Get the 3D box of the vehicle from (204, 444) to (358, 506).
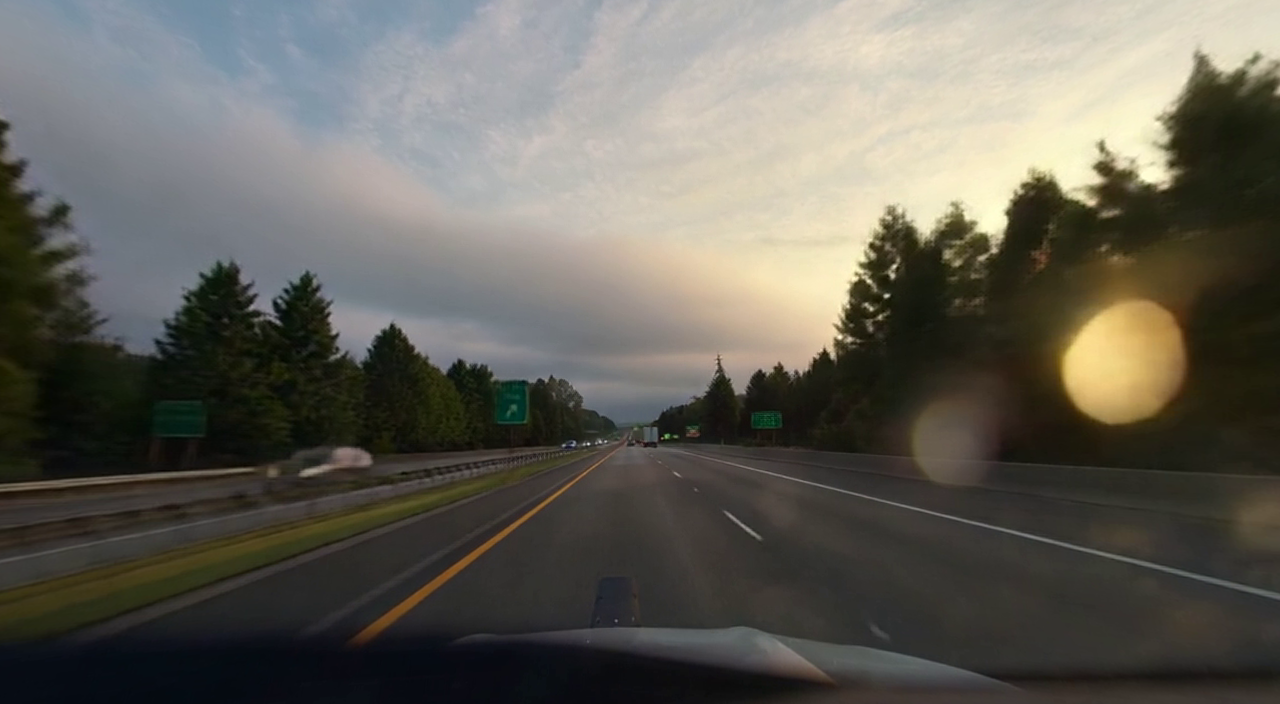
[{"bbox_3d":[-9.634,3.279,17.361,1.812,1.460,4.228,0,-8,-1],"label":"vehicle"}]
